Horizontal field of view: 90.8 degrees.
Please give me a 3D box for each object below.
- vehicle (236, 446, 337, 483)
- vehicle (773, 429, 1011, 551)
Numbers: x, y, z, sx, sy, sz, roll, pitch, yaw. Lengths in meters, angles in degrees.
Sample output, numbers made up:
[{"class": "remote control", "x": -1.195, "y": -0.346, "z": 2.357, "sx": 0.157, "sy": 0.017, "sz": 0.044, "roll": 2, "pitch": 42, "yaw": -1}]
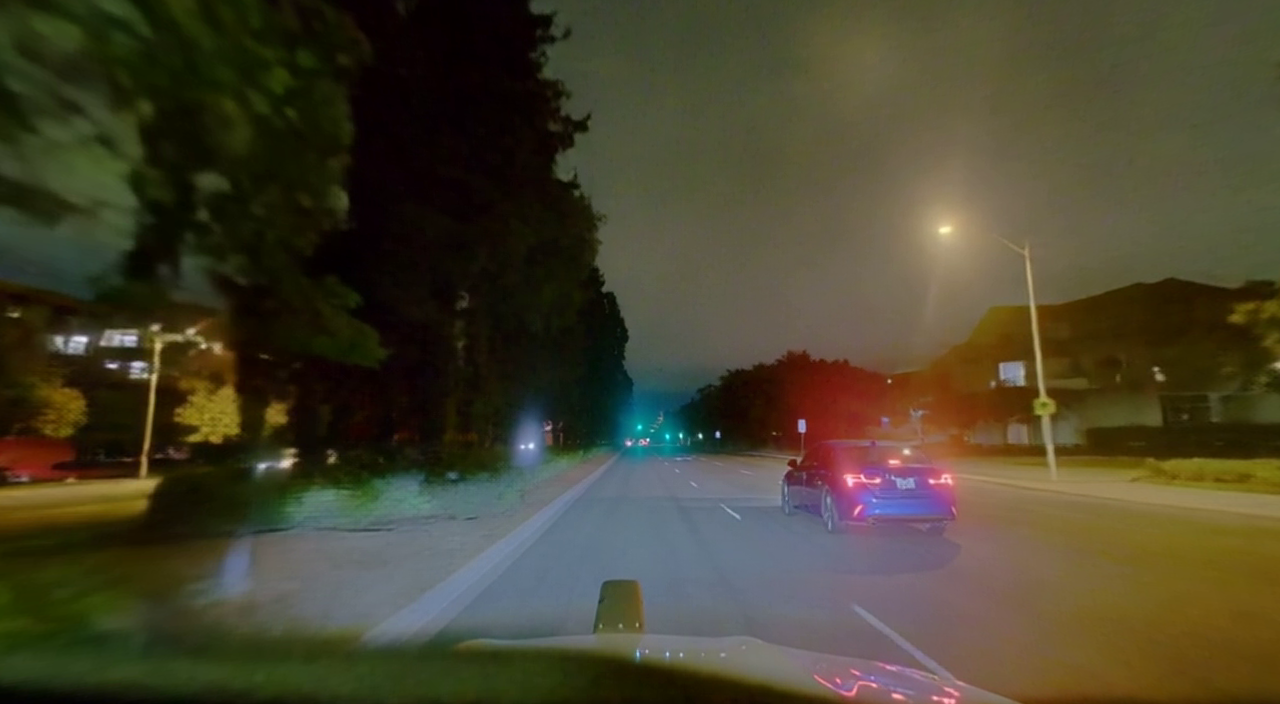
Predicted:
[{"class": "vehicle", "x": -16.055, "y": 5.112, "z": 29.049, "sx": 1.993, "sy": 1.511, "sz": 4.798, "roll": 0, "pitch": -8, "yaw": -1}, {"class": "vehicle", "x": 3.578, "y": 2.019, "z": 9.997, "sx": 1.950, "sy": 1.473, "sz": 4.259, "roll": 0, "pitch": -8, "yaw": -1}]
